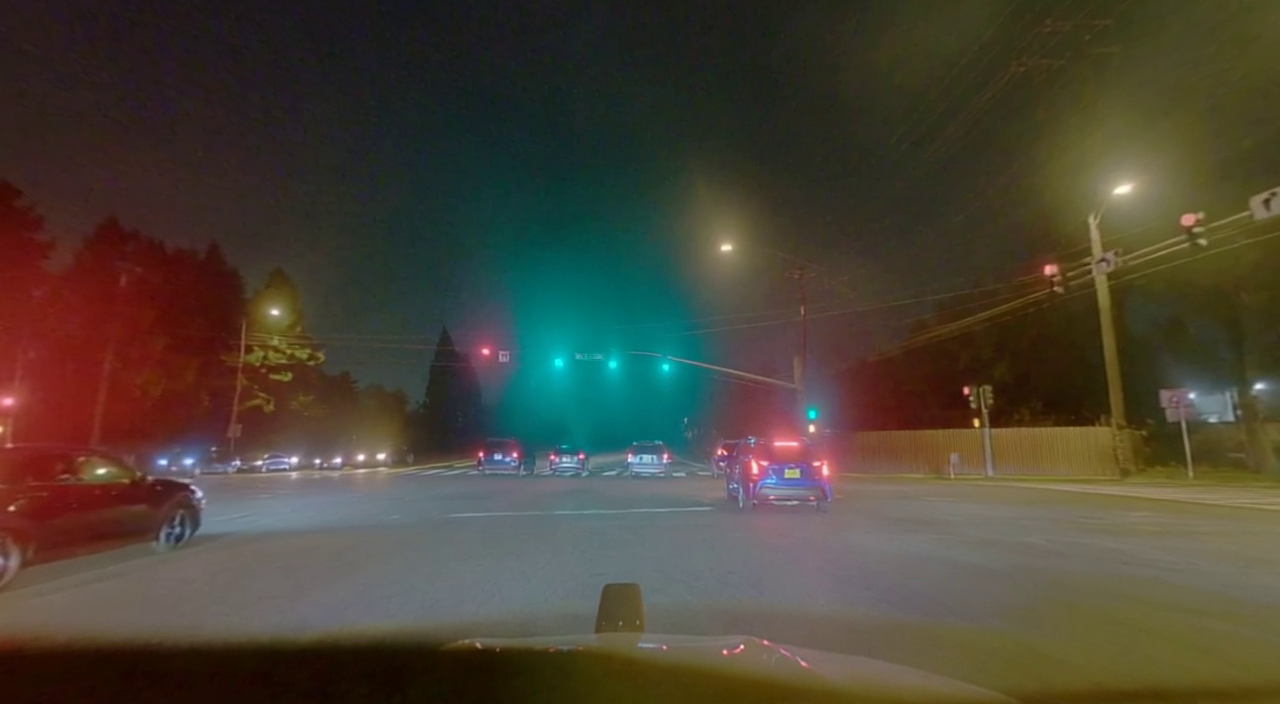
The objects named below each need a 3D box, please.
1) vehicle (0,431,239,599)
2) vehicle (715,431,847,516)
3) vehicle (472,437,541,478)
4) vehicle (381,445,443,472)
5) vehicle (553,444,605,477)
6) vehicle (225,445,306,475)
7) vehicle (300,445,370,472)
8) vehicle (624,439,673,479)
[{"bbox_3d":[-6.588,1.569,6.449,1.930,1.468,4.560,0,-9,1],"label":"vehicle"},{"bbox_3d":[3.055,2.755,14.793,2.034,1.655,4.465,0,-9,0],"label":"vehicle"},{"bbox_3d":[-6.325,5.046,30.555,2.116,1.812,4.609,0,-9,3],"label":"vehicle"},{"bbox_3d":[-14.764,6.896,41.230,2.129,1.554,4.627,-2,-8,3],"label":"vehicle"},{"bbox_3d":[-2.875,5.240,30.665,1.881,1.466,4.484,0,-9,3],"label":"vehicle"},{"bbox_3d":[-21.421,6.173,36.313,1.891,1.577,4.238,0,-9,3],"label":"vehicle"},{"bbox_3d":[-18.137,6.356,37.813,1.994,1.496,4.211,0,-9,2],"label":"vehicle"},{"bbox_3d":[0.448,4.961,29.543,2.111,1.712,4.078,0,-9,2],"label":"vehicle"}]
